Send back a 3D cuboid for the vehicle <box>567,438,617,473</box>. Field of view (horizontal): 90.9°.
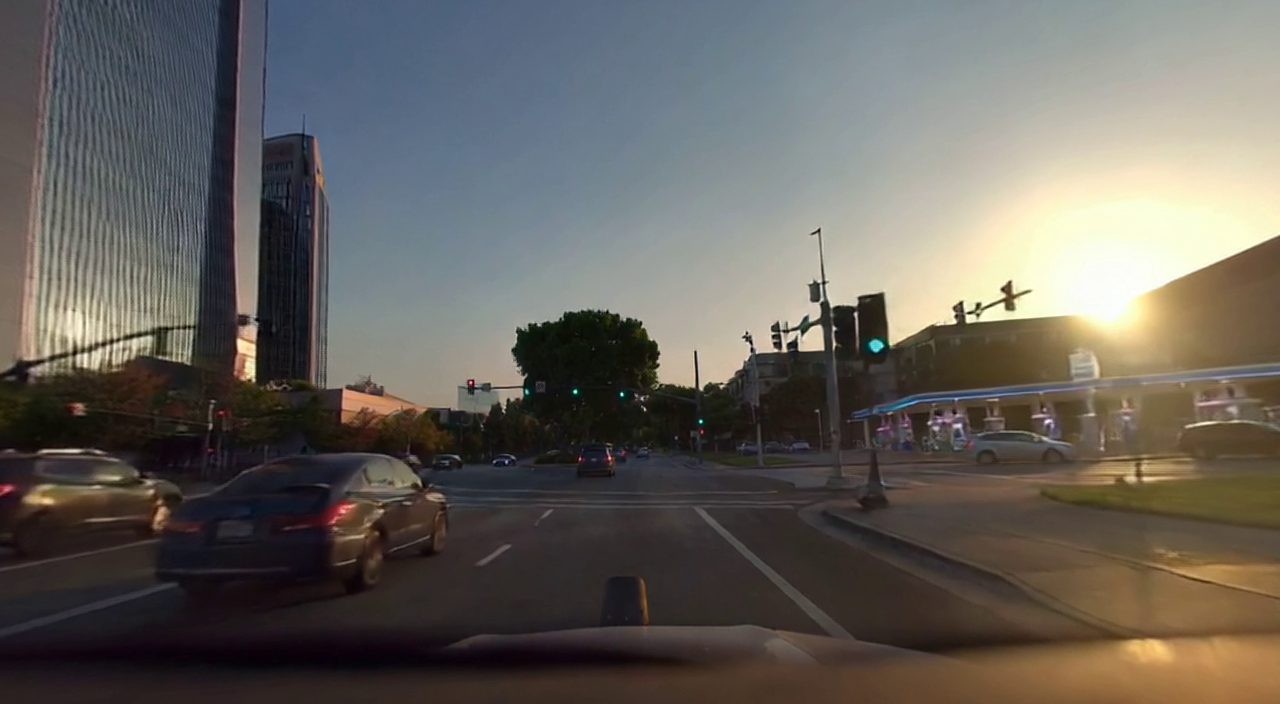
[{"bbox_3d":[-2.984,6.638,40.679,2.602,2.091,6.347,0,-8,1],"label":"vehicle"}]

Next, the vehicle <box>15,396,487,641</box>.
[{"bbox_3d":[-3.312,1.504,6.732,2.183,1.731,4.338,0,-8,1],"label":"vehicle"}]

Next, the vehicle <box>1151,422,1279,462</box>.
[{"bbox_3d":[25.519,3.900,27.371,4.700,1.579,1.823,-4,-8,19],"label":"vehicle"}]

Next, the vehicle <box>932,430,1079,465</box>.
[{"bbox_3d":[17.285,4.566,30.187,5.708,1.585,2.070,-3,-9,18],"label":"vehicle"}]
